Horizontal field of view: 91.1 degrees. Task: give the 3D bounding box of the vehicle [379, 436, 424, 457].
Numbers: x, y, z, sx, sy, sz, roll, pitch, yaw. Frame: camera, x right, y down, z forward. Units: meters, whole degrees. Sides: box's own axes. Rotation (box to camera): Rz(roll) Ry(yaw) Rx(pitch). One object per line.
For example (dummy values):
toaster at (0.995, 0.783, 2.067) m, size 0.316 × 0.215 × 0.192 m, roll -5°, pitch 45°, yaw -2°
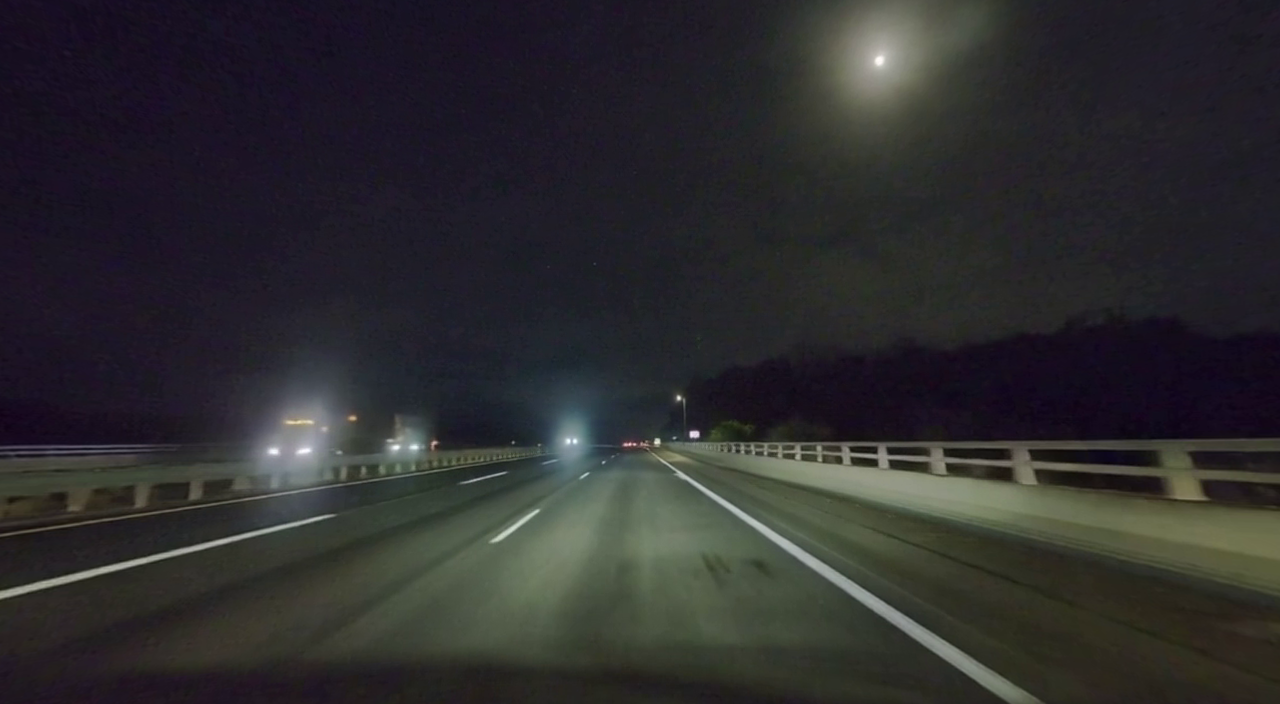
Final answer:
vehicle at (-18.240, 7.237, 48.198) m, size 1.837 × 1.456 × 3.836 m, roll -1°, pitch -8°, yaw 2°
